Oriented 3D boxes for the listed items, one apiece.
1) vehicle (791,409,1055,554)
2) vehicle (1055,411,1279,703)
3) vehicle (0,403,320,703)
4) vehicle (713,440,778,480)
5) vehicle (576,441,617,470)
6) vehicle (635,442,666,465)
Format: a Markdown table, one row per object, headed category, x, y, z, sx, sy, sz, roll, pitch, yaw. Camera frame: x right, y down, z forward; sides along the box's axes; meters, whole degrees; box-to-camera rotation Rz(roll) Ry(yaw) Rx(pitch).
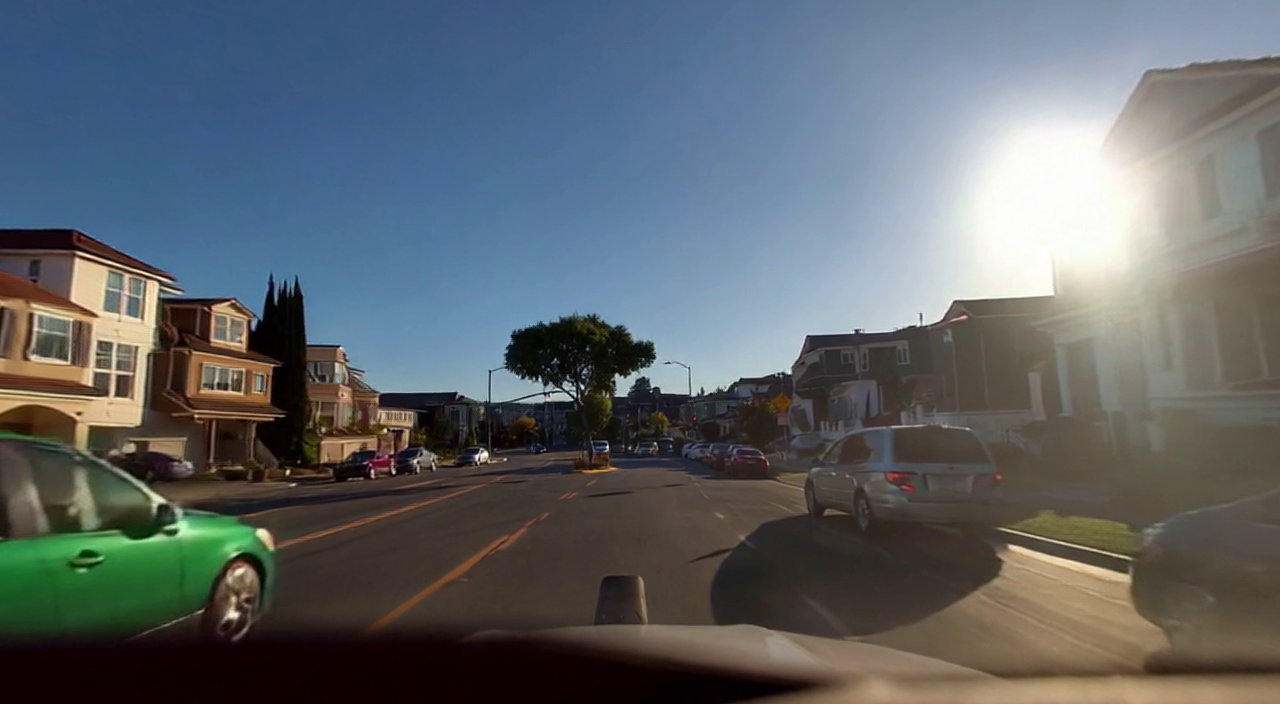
| category | x | y | z | sx | sy | sz | roll | pitch | yaw |
| --- | --- | --- | --- | --- | --- | --- | --- | --- | --- |
| vehicle | 4.064 | 1.943 | 10.155 | 2.069 | 1.780 | 4.480 | 0 | -9 | -1 |
| vehicle | 3.949 | 0.895 | 2.135 | 1.956 | 1.468 | 4.524 | 0 | -9 | -1 |
| vehicle | -3.485 | 0.978 | 2.524 | 2.069 | 1.510 | 4.325 | 0 | -9 | 1 |
| vehicle | 4.274 | 4.436 | 26.241 | 1.964 | 1.485 | 4.454 | 0 | -9 | 1 |
| vehicle | -2.418 | 5.871 | 35.965 | 1.986 | 1.508 | 4.261 | 0 | -9 | 0 |
| vehicle | 0.703 | 7.043 | 44.050 | 2.081 | 1.475 | 4.361 | 0 | -9 | 0 |
